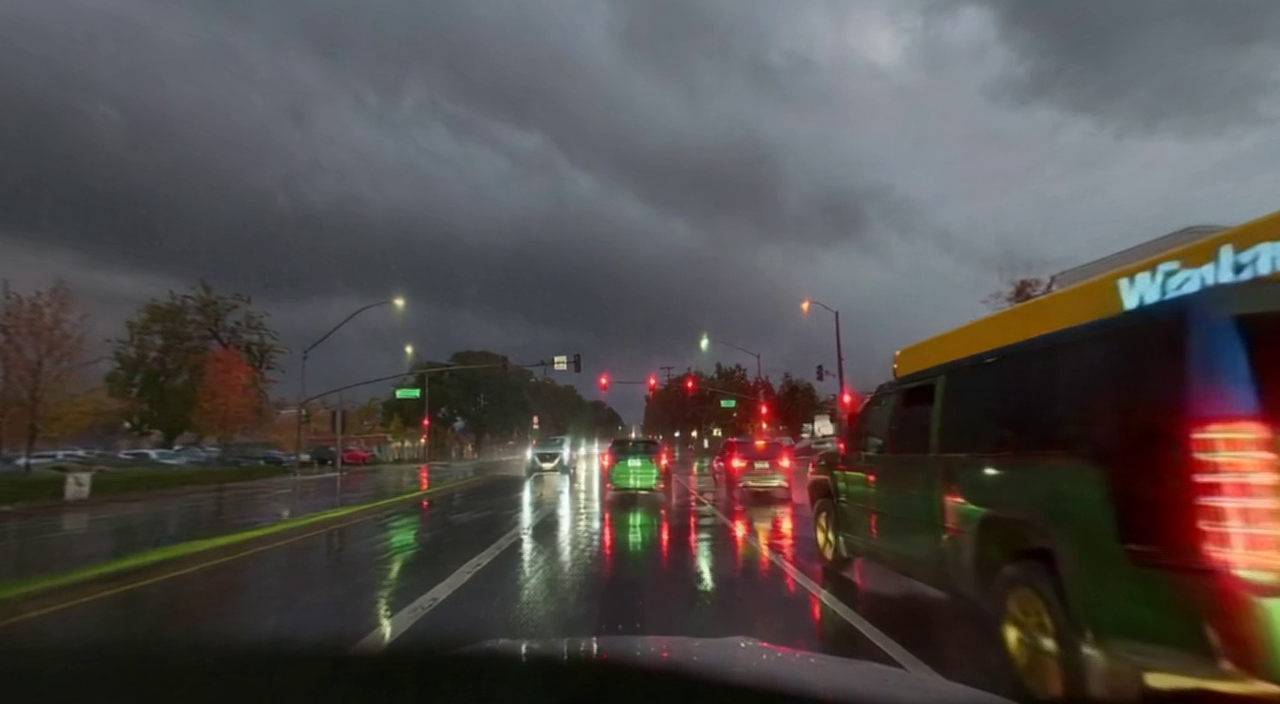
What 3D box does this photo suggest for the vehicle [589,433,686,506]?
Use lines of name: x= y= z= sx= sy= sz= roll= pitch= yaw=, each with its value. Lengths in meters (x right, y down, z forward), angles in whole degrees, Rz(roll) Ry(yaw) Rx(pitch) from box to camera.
vehicle: x=-0.085 y=2.798 z=15.432 sx=2.071 sy=1.525 sz=3.723 roll=0 pitch=-9 yaw=-1

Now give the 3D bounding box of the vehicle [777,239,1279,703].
vehicle: x=3.014 y=1.019 z=4.917 sx=2.490 sy=1.951 sz=5.931 roll=0 pitch=-9 yaw=-1

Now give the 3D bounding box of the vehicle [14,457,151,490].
vehicle: x=-27.739 y=6.024 z=31.667 sx=4.800 sy=1.461 sz=1.831 roll=5 pitch=-10 yaw=-31

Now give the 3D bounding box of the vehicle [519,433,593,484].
vehicle: x=-3.042 y=3.997 z=23.925 sx=2.180 sy=1.708 sz=4.397 roll=0 pitch=-9 yaw=0

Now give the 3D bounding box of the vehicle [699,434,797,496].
vehicle: x=2.859 y=3.100 z=17.733 sx=1.922 sy=1.508 sz=4.330 roll=0 pitch=-9 yaw=-1
